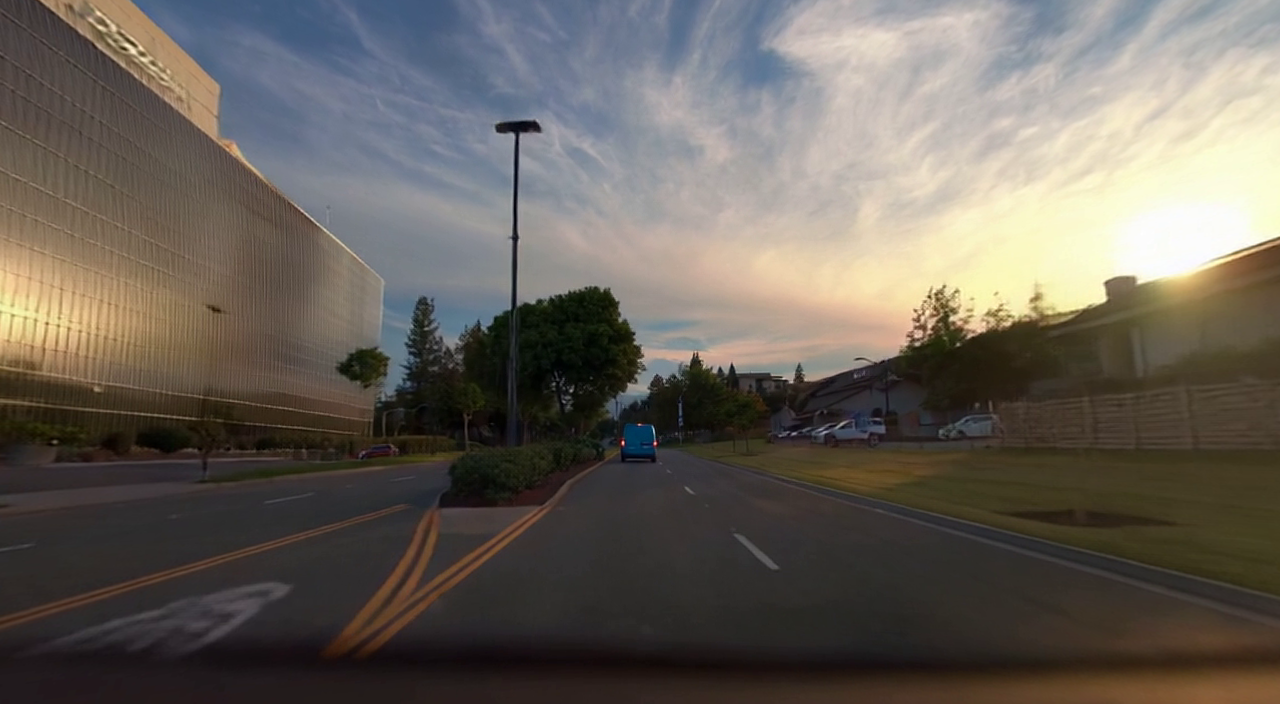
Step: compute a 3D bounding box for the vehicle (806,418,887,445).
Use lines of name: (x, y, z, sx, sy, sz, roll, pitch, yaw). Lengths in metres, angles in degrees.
vehicle: (12.434, 4.822, 38.136, 4.184, 1.578, 1.976, 1, -8, -3)

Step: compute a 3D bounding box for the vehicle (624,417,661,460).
vehicle: (0.108, 5.998, 43.759, 2.435, 2.816, 5.232, 0, -8, -1)

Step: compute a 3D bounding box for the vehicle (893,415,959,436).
vehicle: (22.579, 5.809, 49.857, 4.287, 1.575, 1.931, 1, -8, 1)
